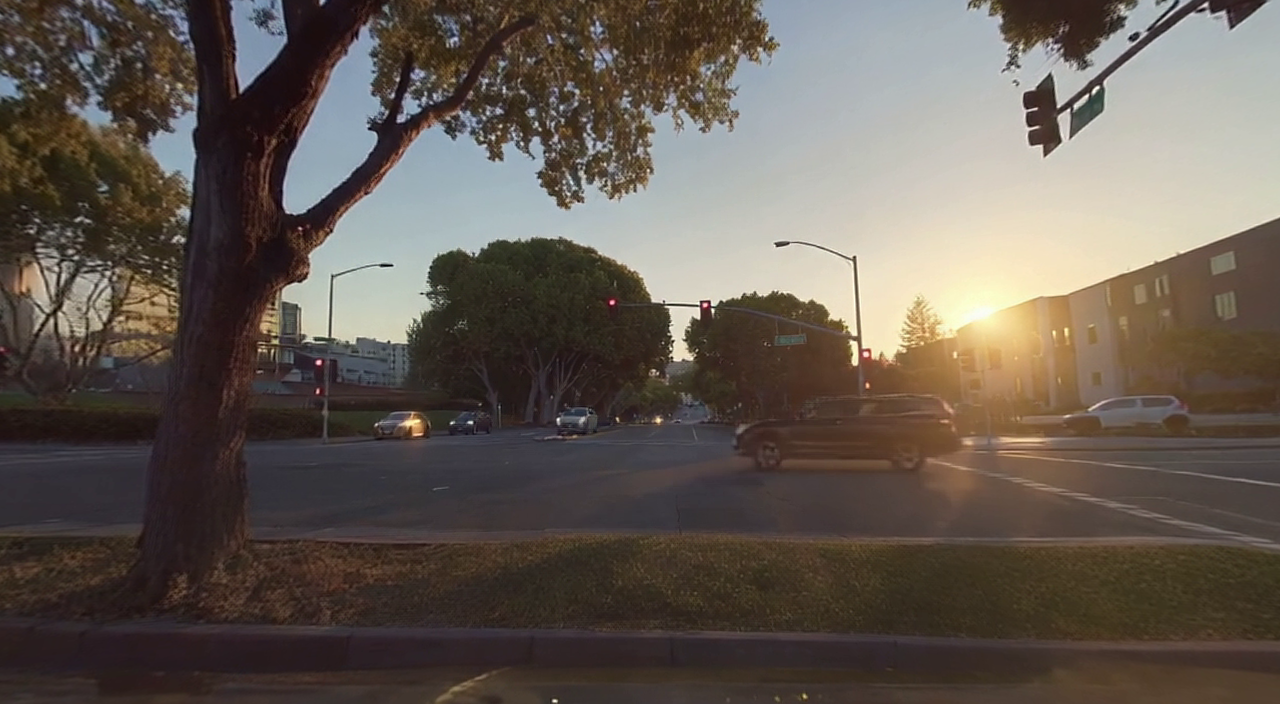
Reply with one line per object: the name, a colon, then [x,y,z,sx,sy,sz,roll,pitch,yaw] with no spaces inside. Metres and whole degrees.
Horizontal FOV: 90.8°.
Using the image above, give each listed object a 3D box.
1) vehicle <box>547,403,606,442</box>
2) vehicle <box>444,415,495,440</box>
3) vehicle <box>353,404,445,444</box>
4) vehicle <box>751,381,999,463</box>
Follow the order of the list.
vehicle: [-3.314,3.933,34.344,2.306,1.907,5.382,-1,-9,4]
vehicle: [-11.139,5.001,41.487,1.899,1.510,4.294,-1,-9,4]
vehicle: [-12.416,3.865,33.024,2.340,1.902,4.920,-1,-9,8]
vehicle: [5.666,1.813,15.951,5.383,1.870,2.203,-1,-9,3]
